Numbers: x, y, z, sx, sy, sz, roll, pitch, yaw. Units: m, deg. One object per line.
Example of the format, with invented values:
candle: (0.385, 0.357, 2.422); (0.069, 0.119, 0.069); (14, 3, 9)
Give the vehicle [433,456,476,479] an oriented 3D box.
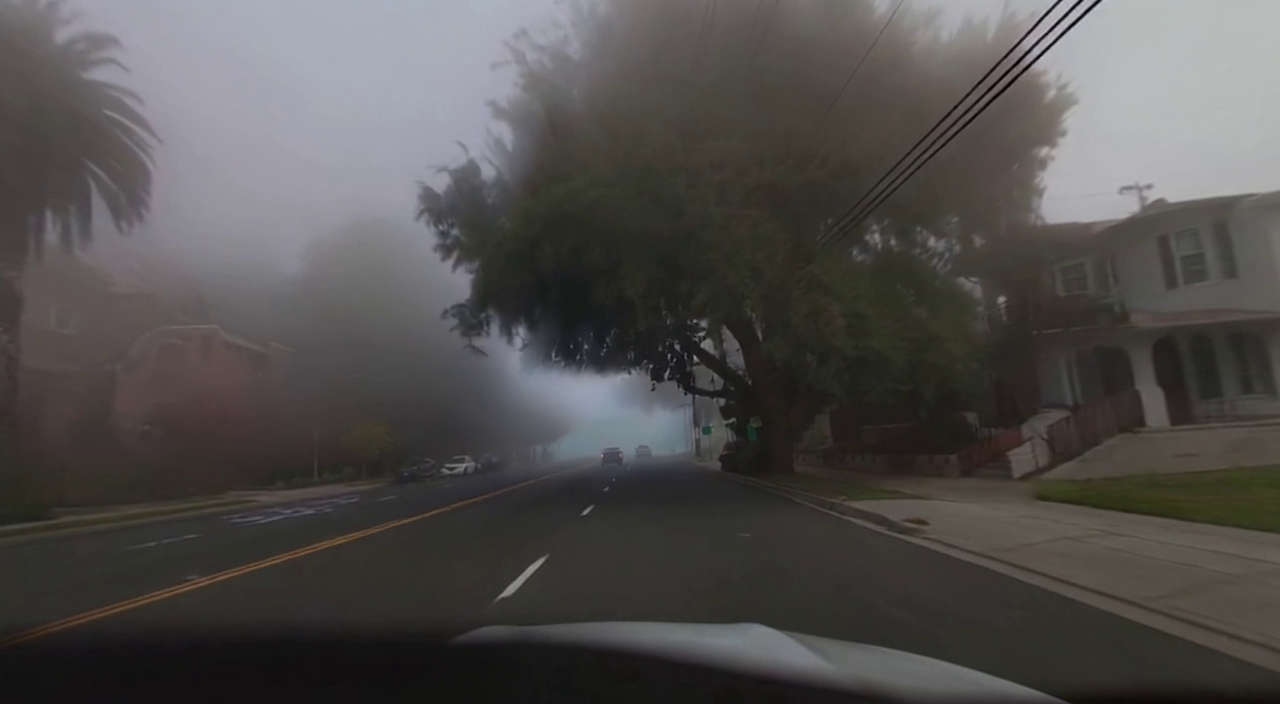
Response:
vehicle: (-13.761, 8.574, 47.133); (1.885, 1.490, 4.635); (0, -8, -1)
